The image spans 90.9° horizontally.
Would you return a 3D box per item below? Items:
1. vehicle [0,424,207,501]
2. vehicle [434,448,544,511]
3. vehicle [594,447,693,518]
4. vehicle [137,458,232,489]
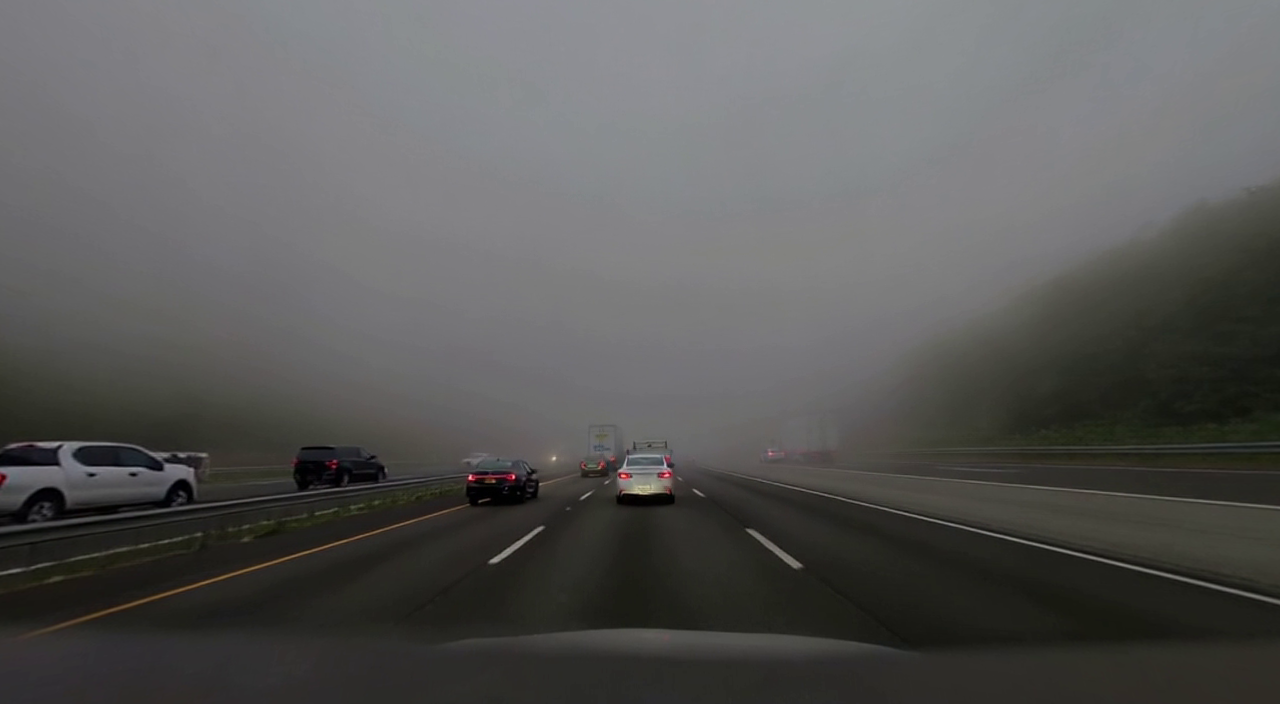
[{"bbox_3d":[-32.030,6.350,36.789,2.803,3.665,14.746,0,-9,1],"label":"vehicle"},{"bbox_3d":[-4.026,3.466,17.635,1.929,1.509,4.331,0,-9,1],"label":"vehicle"},{"bbox_3d":[0.093,3.023,15.089,2.057,1.449,3.931,0,-9,1],"label":"vehicle"},{"bbox_3d":[-27.622,7.351,38.429,1.962,1.694,4.917,0,-9,2],"label":"vehicle"}]
